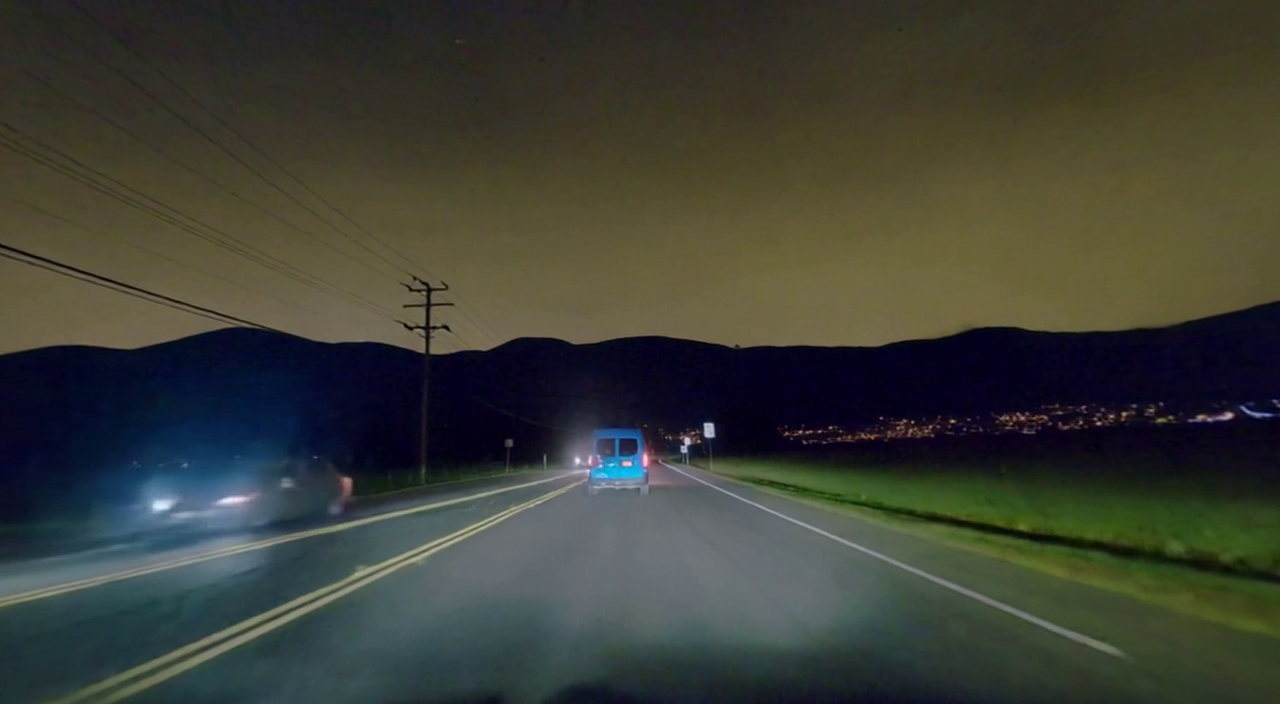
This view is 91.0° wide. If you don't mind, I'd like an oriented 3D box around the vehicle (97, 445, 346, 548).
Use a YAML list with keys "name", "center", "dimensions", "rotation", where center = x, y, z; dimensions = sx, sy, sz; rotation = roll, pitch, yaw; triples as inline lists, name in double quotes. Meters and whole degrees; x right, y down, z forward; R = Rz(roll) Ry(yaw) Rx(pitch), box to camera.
- name: "vehicle"
  center: [-9.300, 3.166, 14.727]
  dimensions: [2.089, 1.946, 4.979]
  rotation: [-1, -9, 5]

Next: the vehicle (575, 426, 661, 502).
- name: "vehicle"
  center: [-0.659, 3.554, 20.340]
  dimensions: [2.454, 2.144, 4.535]
  rotation: [0, -9, -1]
